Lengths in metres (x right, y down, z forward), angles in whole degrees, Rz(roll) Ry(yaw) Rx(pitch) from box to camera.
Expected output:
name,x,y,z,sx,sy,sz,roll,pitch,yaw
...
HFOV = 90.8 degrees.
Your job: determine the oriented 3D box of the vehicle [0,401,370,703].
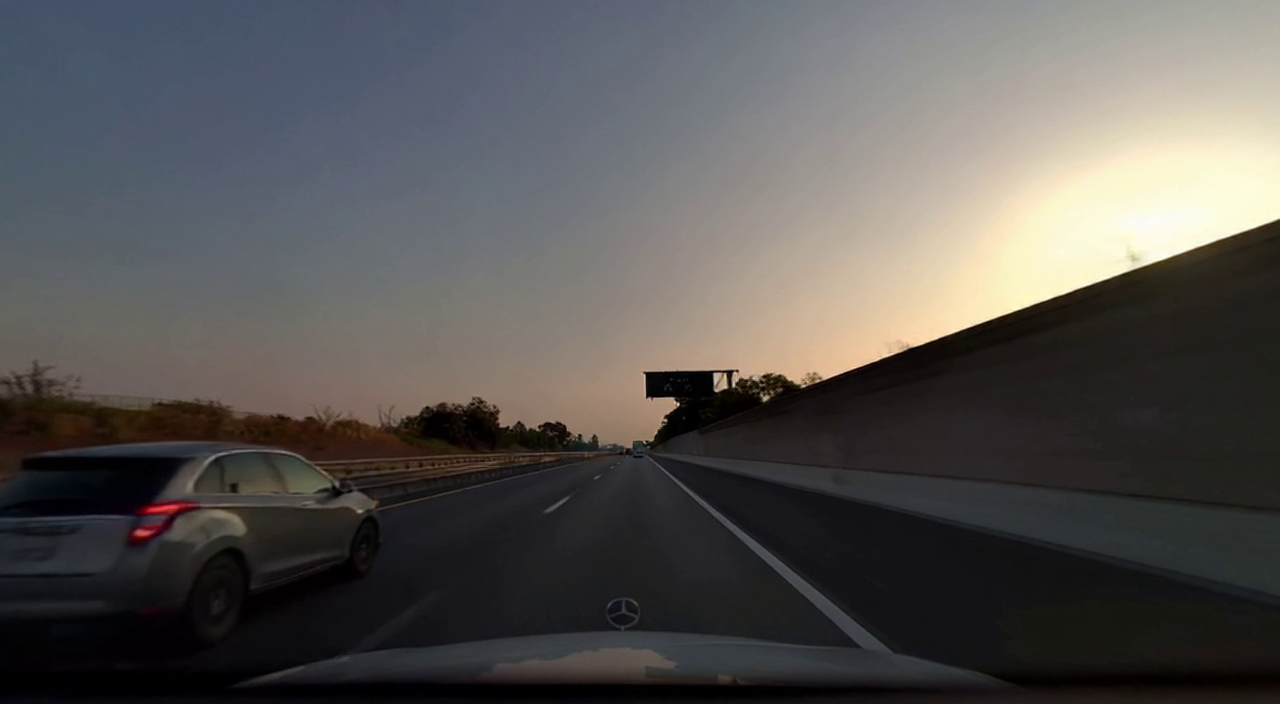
name,x,y,z,sx,sy,sz,roll,pitch,yaw
vehicle,-4.070,1.380,5.214,1.844,1.620,4.142,0,-9,0
